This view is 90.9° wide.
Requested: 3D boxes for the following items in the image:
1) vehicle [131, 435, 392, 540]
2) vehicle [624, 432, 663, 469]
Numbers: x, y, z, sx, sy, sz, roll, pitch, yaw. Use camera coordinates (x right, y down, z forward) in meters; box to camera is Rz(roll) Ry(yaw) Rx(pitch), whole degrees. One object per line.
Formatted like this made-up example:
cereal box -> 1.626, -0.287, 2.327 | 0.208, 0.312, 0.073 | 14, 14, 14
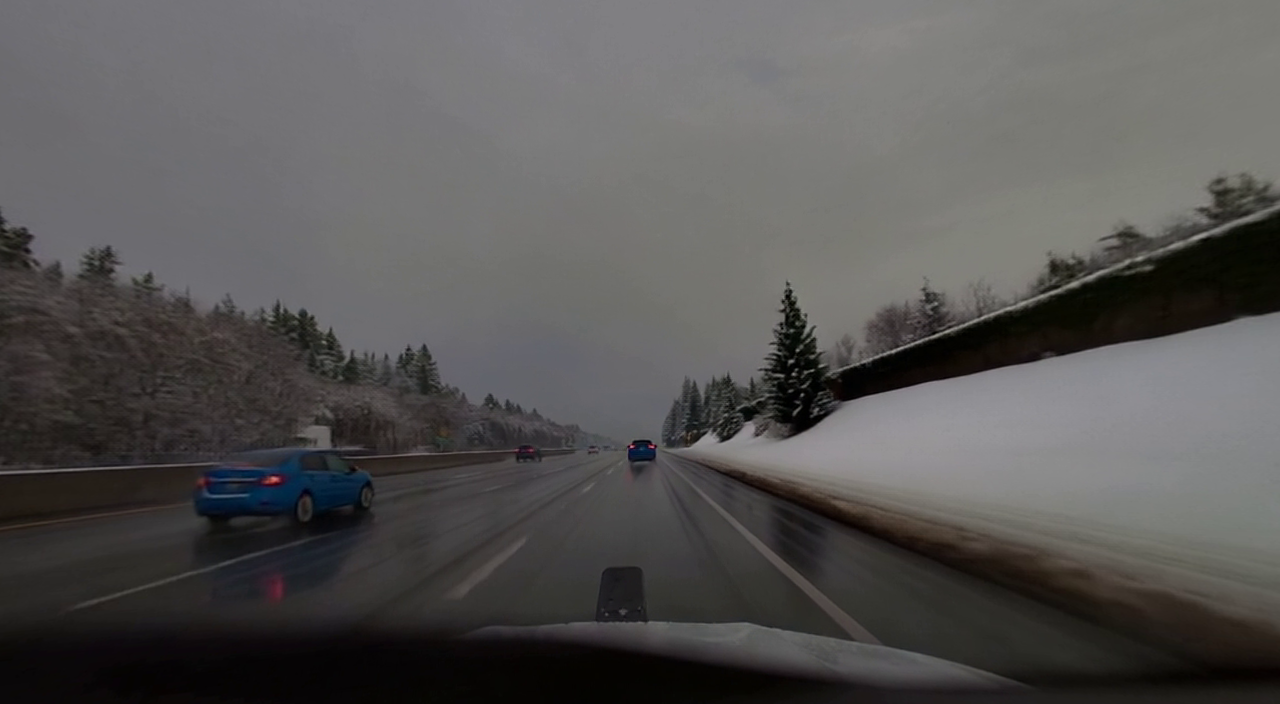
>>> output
vehicle -> -6.603, 2.377, 11.788 | 2.116, 1.570, 4.377 | 0, -8, 1
vehicle -> 0.218, 6.221, 39.905 | 2.318, 2.145, 4.561 | 0, -8, 0
